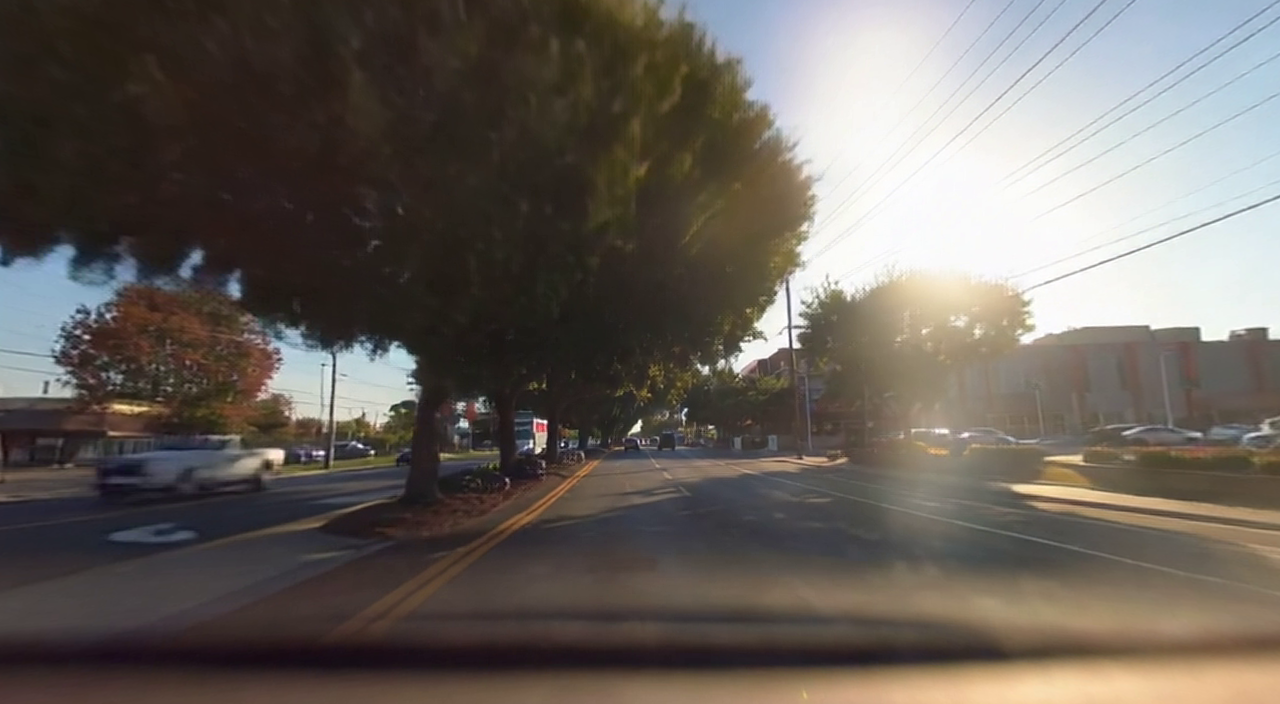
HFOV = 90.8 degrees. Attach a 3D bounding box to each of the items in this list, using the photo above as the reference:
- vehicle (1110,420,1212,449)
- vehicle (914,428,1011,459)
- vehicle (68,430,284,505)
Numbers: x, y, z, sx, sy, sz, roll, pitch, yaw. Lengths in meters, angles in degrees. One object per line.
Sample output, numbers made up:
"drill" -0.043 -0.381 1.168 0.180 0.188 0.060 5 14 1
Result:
"vehicle" 32.950 5.271 40.201 2.083 1.716 5.134 0 -8 0
"vehicle" 17.781 5.083 34.974 4.264 1.428 1.822 -4 -9 4
"vehicle" -12.760 3.182 17.988 2.057 1.795 5.300 -1 -8 1
